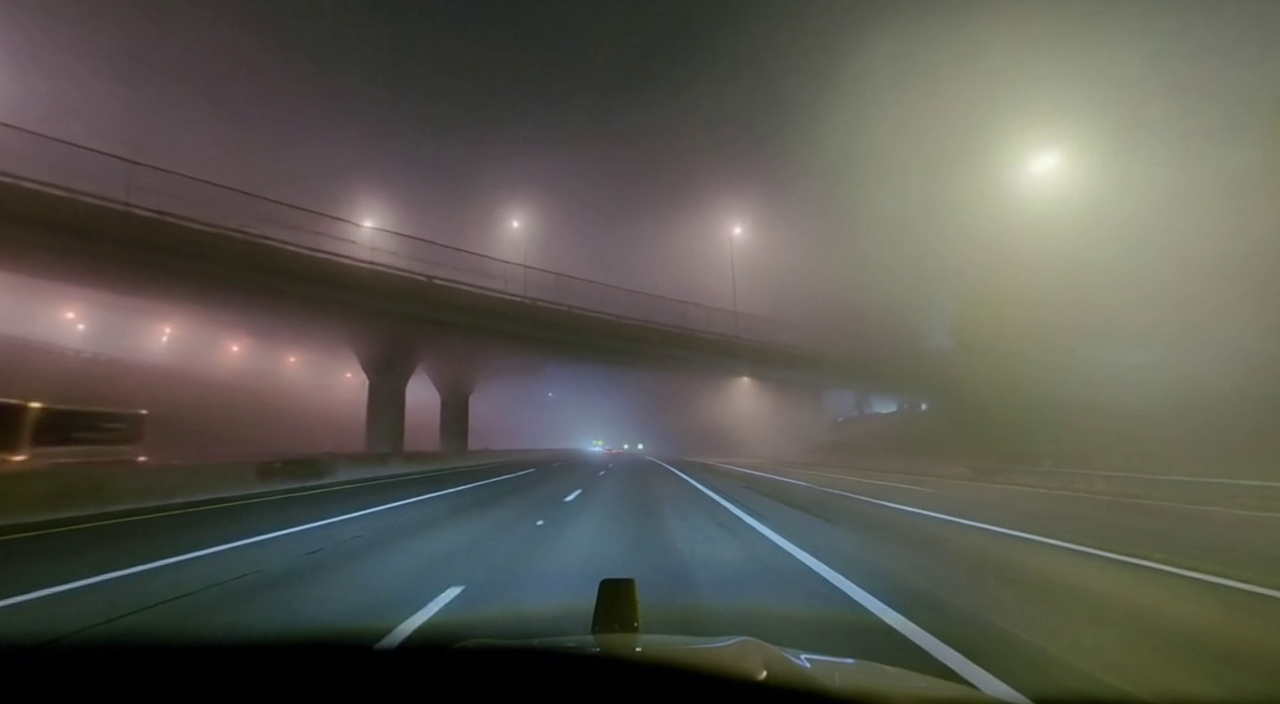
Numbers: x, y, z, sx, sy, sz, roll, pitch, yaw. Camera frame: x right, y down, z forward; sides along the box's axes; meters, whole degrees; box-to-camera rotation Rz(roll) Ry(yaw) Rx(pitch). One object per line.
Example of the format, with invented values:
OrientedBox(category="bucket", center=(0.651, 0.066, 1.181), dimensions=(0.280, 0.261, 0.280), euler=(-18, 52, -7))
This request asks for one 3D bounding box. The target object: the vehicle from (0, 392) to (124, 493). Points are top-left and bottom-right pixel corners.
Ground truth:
OrientedBox(category="vehicle", center=(-26.920, 3.496, 24.190), dimensions=(3.064, 3.961, 13.704), euler=(-1, -9, -2))
